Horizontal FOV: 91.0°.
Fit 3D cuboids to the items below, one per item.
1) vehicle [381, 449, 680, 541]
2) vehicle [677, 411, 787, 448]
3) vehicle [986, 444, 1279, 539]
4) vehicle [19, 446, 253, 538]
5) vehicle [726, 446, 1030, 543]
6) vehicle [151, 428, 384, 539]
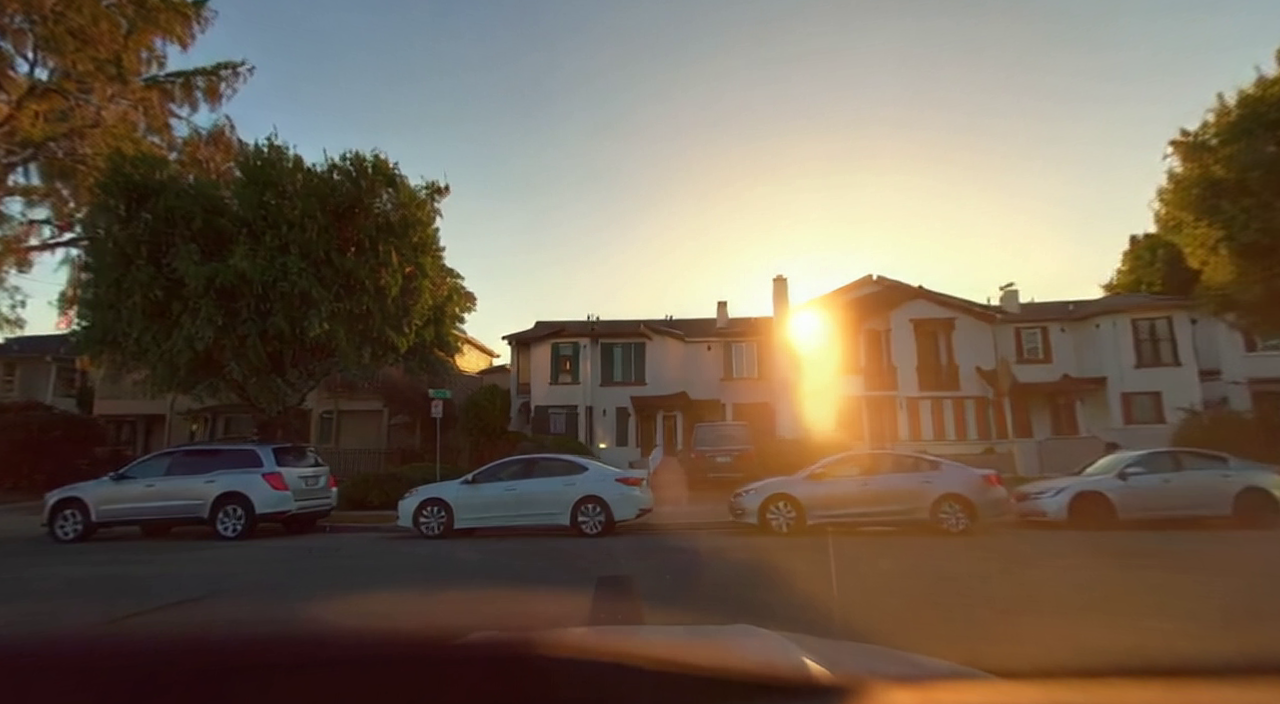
[{"bbox_3d":[-1.823,2.556,11.615,5.075,1.436,1.863,0,-8,3],"label":"vehicle"},{"bbox_3d":[3.967,3.413,27.601,4.565,1.479,1.775,1,-8,1],"label":"vehicle"},{"bbox_3d":[9.088,2.420,11.206,4.785,1.471,1.798,1,-8,-1],"label":"vehicle"},{"bbox_3d":[-10.713,2.940,13.870,1.827,1.648,4.030,0,-8,-1],"label":"vehicle"},{"bbox_3d":[3.943,2.445,11.149,4.663,1.452,1.801,0,-8,4],"label":"vehicle"},{"bbox_3d":[-7.729,2.705,13.782,2.046,1.969,4.585,-1,-8,4],"label":"vehicle"}]
